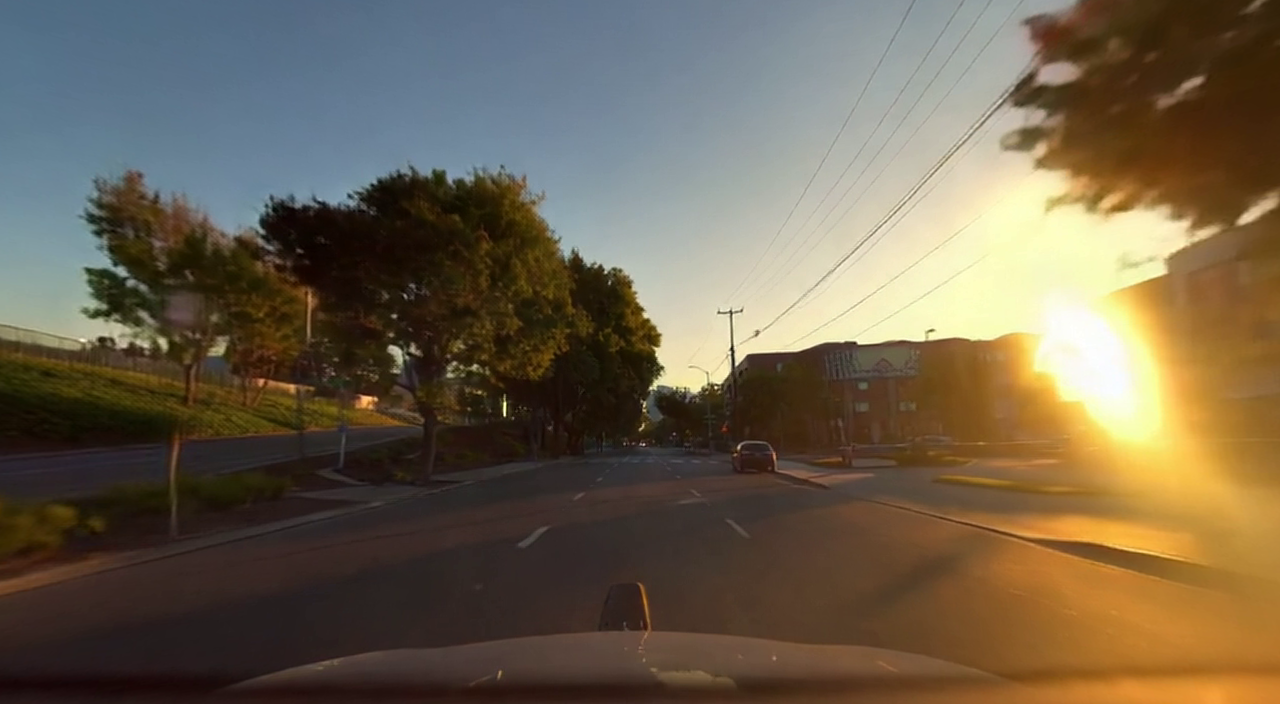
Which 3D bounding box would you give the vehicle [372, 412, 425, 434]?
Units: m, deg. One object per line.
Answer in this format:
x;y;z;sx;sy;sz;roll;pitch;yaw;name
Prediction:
-17.157;5.108;44.976;1.960;1.436;4.584;0;-8;0;vehicle

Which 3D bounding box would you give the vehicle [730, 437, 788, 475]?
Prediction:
6.049;5.333;32.714;2.177;1.788;5.106;0;-8;2;vehicle
